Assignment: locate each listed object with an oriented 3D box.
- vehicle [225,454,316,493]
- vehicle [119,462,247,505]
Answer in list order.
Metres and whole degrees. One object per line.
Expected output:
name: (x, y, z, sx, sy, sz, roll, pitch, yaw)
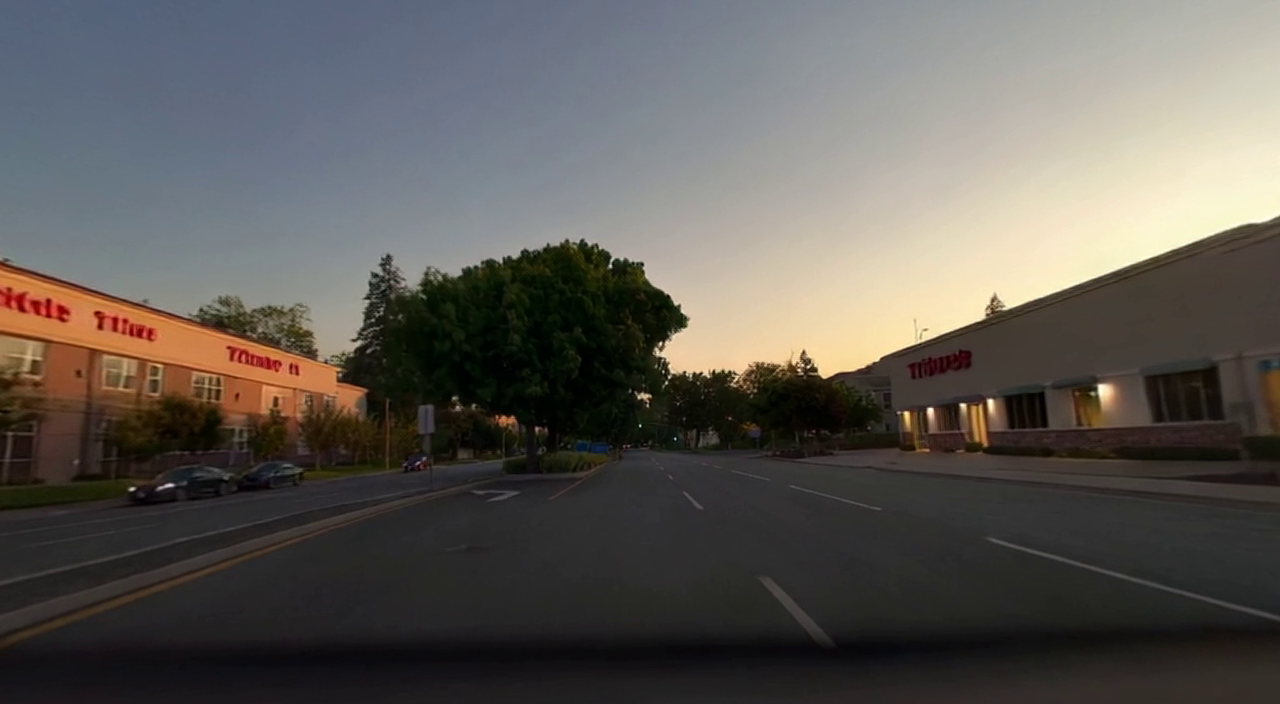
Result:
vehicle: (-19.176, 6.290, 33.079, 1.976, 1.766, 4.677, -1, -9, -1)
vehicle: (-19.079, 5.481, 26.740, 1.925, 1.485, 4.821, 0, -9, -2)
